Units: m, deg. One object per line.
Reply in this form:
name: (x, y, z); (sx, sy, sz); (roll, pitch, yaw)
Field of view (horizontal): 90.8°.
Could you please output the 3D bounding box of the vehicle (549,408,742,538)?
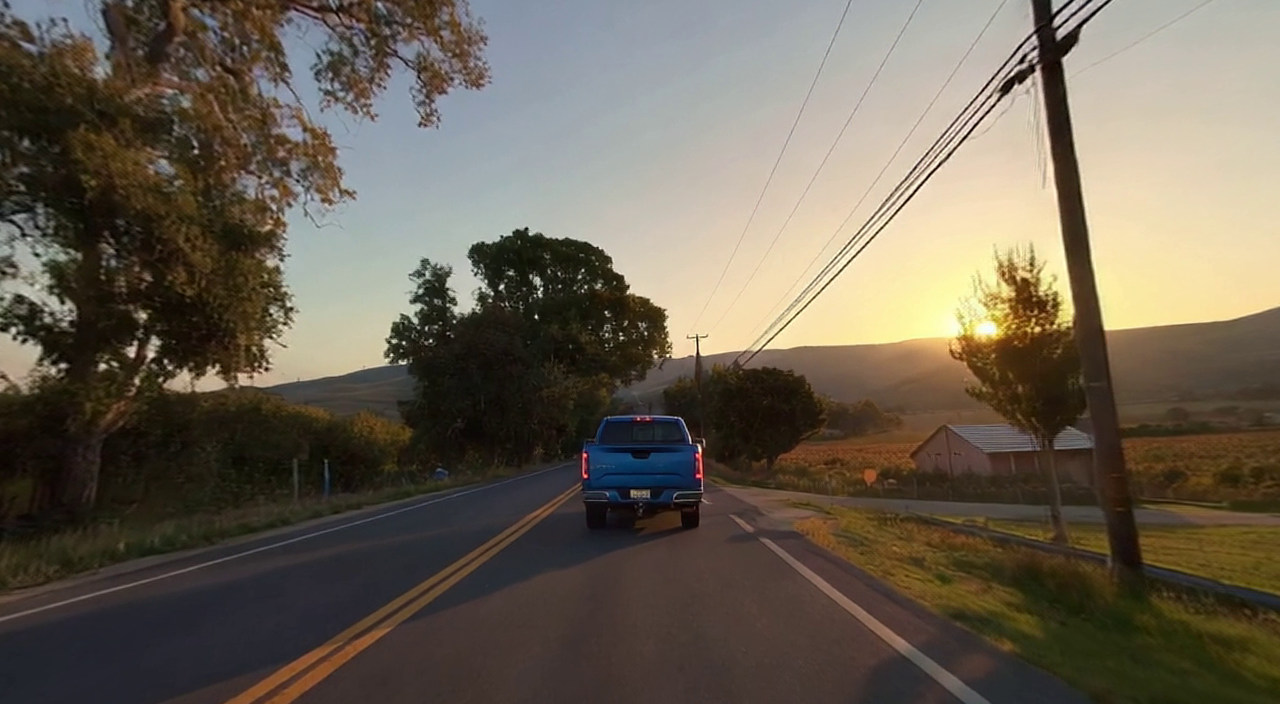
vehicle: (0.039, 2.185, 12.131); (2.774, 1.861, 5.885); (0, -8, -1)
